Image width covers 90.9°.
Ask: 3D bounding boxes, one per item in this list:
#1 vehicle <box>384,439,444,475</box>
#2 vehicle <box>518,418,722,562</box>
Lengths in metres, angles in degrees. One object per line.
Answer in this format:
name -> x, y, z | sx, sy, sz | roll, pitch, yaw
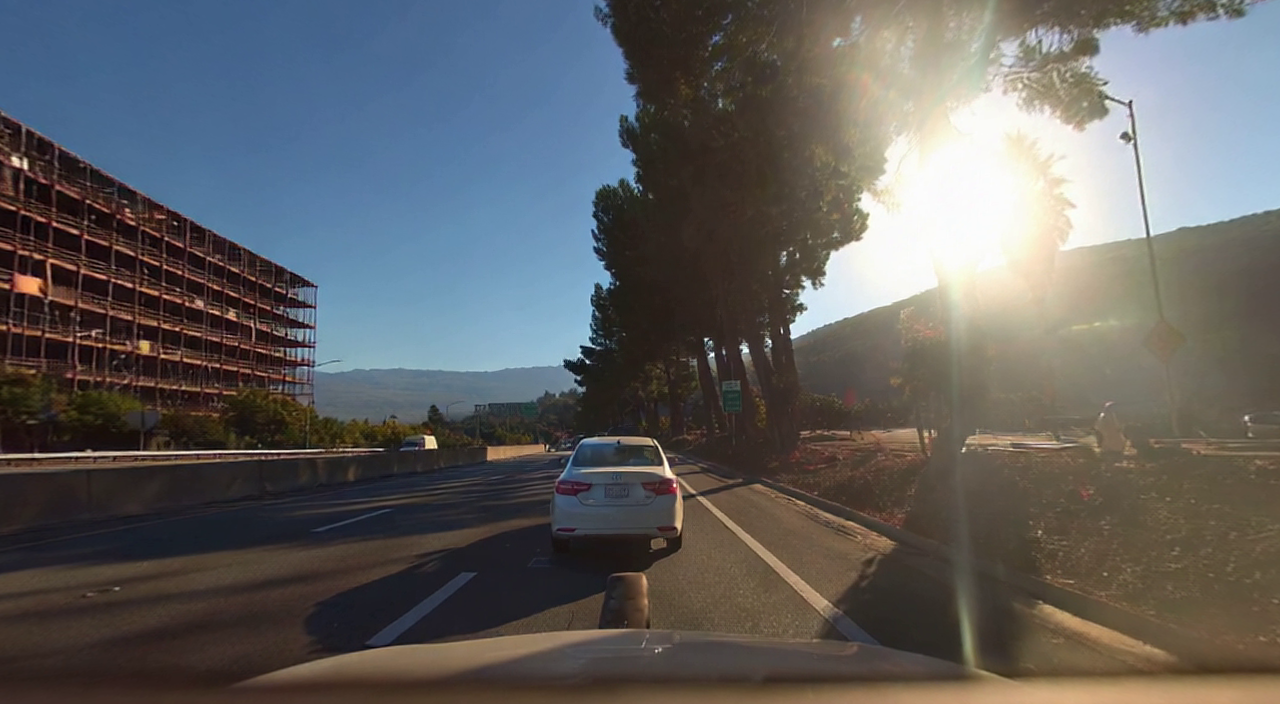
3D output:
vehicle -> -10.262, 4.670, 28.380 | 2.072, 1.465, 4.394 | 4, -9, -25
vehicle -> -0.208, 1.741, 8.650 | 2.112, 1.482, 4.076 | 0, -8, 0
